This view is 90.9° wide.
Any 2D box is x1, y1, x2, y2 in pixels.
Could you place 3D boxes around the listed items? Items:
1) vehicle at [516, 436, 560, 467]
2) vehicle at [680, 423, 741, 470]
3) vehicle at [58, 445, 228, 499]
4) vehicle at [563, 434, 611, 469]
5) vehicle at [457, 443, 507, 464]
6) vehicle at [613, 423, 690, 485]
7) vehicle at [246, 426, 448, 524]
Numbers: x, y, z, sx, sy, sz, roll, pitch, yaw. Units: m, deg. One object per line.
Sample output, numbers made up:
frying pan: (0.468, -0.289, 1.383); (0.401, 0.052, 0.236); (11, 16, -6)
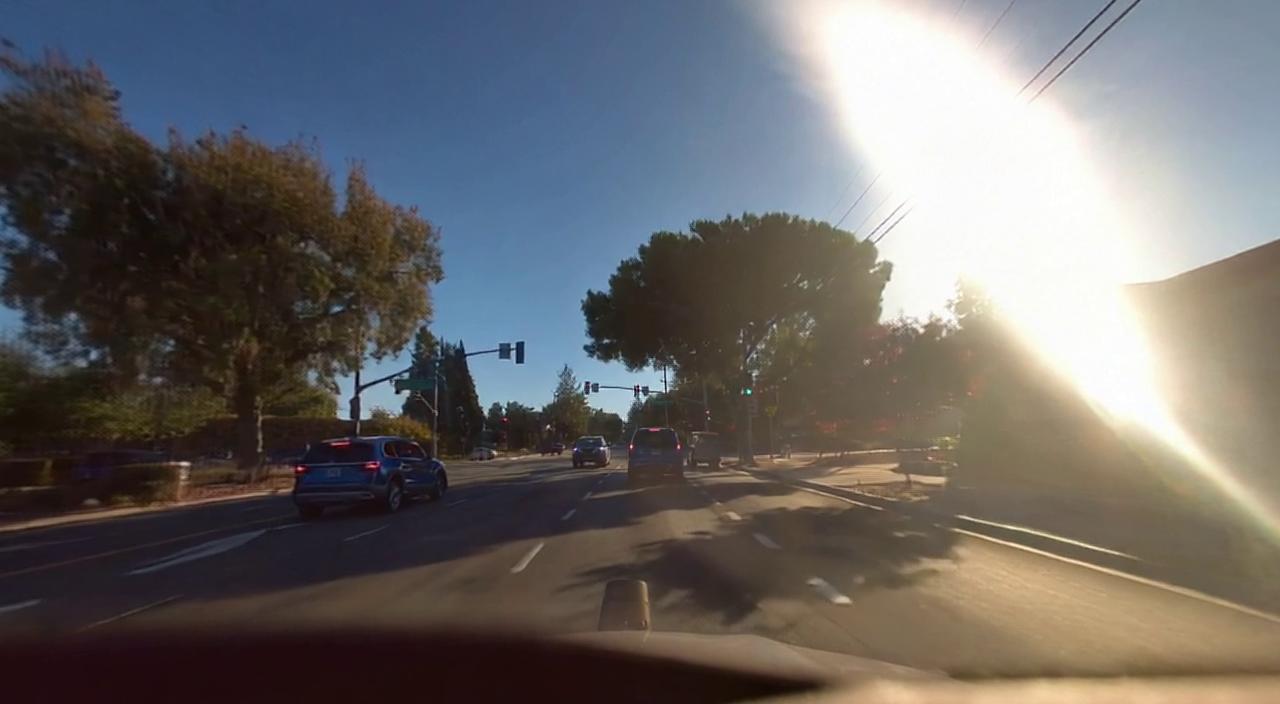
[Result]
vehicle: (-5.800, 5.719, 36.310); (2.108, 1.689, 4.316); (0, -9, -4)
vehicle: (3.347, 4.685, 31.282); (2.338, 2.063, 5.672); (0, -9, 0)
vehicle: (-18.610, 4.488, 23.797); (4.571, 1.857, 2.172); (-1, -9, 1)
vehicle: (-2.599, 5.057, 32.134); (2.058, 1.659, 4.514); (0, -8, 0)
vehicle: (-12.312, 7.840, 48.817); (1.860, 1.517, 4.460); (8, -11, -40)
vehicle: (0.348, 3.312, 20.664); (2.235, 1.778, 4.178); (0, -8, 0)
vehicle: (-5.752, 2.469, 13.180); (2.052, 1.664, 4.476); (0, -9, 0)
